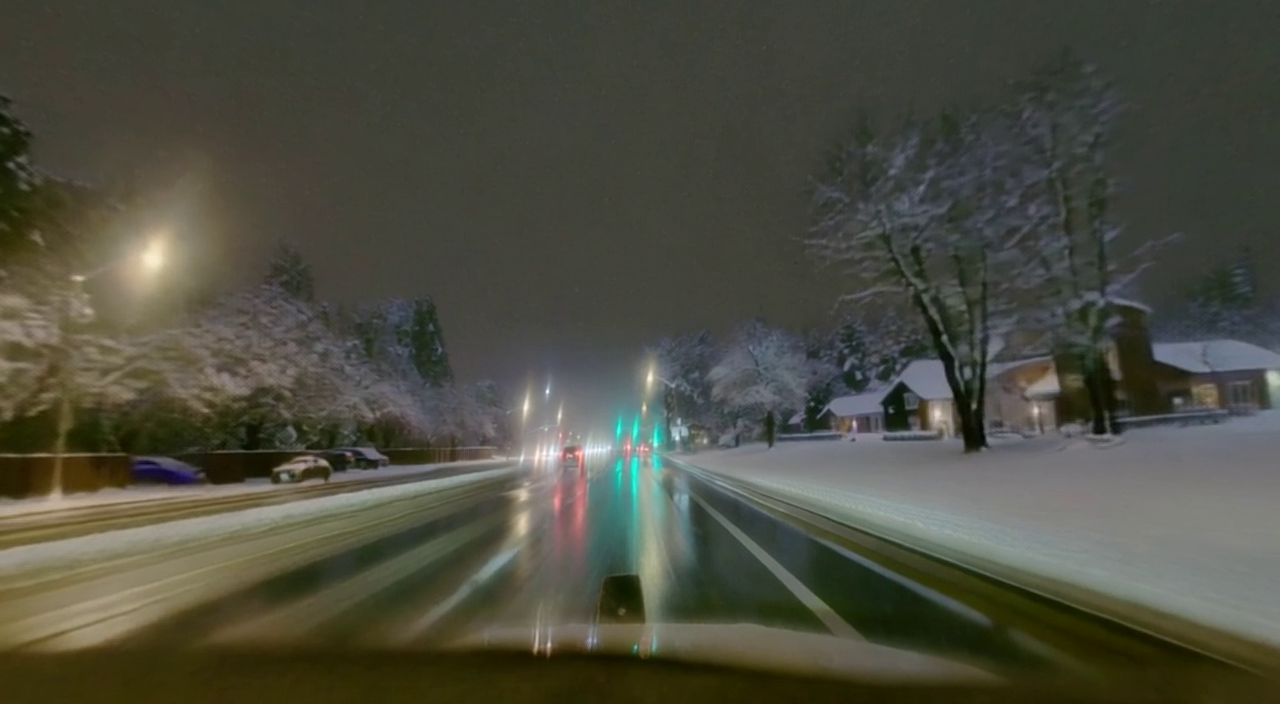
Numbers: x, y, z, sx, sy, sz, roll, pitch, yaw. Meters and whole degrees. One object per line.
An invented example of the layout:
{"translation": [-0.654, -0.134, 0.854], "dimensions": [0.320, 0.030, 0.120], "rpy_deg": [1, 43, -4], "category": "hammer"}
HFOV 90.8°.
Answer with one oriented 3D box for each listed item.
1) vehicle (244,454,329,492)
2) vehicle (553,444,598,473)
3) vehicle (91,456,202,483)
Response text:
{"translation": [-17.701, 6.012, 31.860], "dimensions": [1.900, 1.474, 4.431], "rpy_deg": [-4, -7, -2], "category": "vehicle"}
{"translation": [-3.450, 5.743, 34.363], "dimensions": [1.992, 1.447, 4.044], "rpy_deg": [0, -8, 0], "category": "vehicle"}
{"translation": [-28.922, 6.895, 37.173], "dimensions": [4.612, 1.454, 2.016], "rpy_deg": [1, -8, -8], "category": "vehicle"}
